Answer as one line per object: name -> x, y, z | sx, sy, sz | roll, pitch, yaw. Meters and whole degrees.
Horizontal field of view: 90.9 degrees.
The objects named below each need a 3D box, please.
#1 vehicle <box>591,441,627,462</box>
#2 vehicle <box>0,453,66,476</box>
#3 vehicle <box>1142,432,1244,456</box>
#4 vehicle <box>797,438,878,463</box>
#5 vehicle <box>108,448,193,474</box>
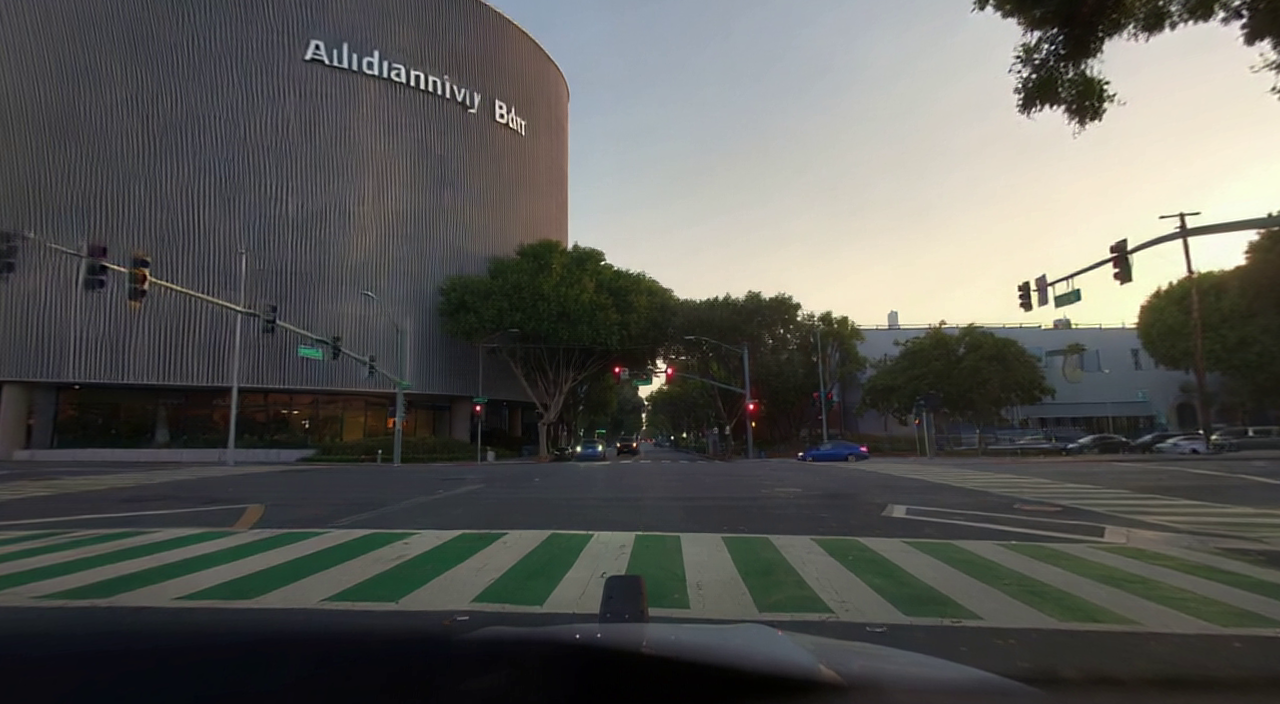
vehicle -> -2.265, 7.493, 47.585 | 2.280, 1.454, 4.836 | 0, -8, 2
vehicle -> -41.685, 7.614, 42.720 | 3.698, 1.467, 1.779 | 0, -8, 1
vehicle -> 36.122, 6.026, 41.227 | 4.767, 1.456, 1.858 | 0, -8, 2
vehicle -> 12.270, 6.147, 39.432 | 4.529, 1.457, 1.981 | -1, -9, 9
vehicle -> -33.115, 7.389, 42.722 | 4.136, 1.661, 1.857 | 0, -8, 1
